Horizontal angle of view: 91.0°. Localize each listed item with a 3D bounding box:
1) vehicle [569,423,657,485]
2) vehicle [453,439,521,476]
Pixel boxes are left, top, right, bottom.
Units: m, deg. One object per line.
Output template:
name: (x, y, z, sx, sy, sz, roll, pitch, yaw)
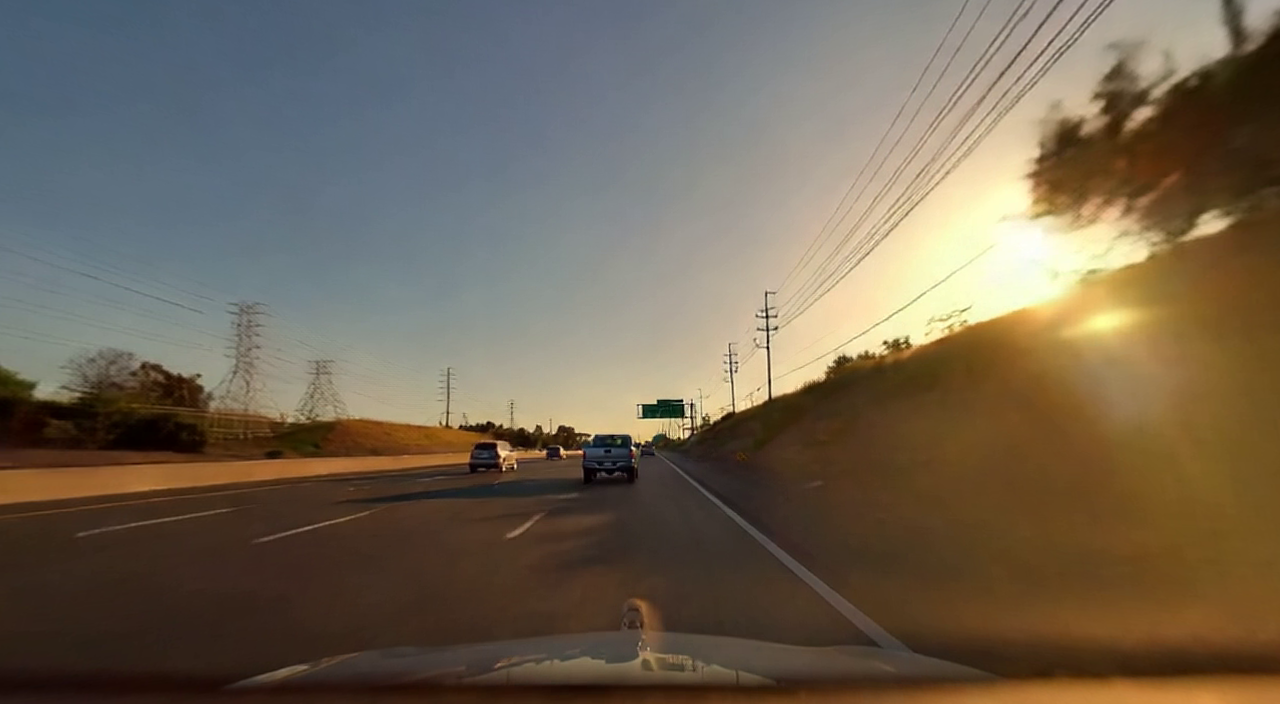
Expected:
vehicle: (-0.915, 3.951, 24.585, 2.972, 2.087, 6.126, 0, -9, 0)
vehicle: (-7.165, 4.969, 29.913, 2.055, 1.618, 4.457, 0, -9, 1)
